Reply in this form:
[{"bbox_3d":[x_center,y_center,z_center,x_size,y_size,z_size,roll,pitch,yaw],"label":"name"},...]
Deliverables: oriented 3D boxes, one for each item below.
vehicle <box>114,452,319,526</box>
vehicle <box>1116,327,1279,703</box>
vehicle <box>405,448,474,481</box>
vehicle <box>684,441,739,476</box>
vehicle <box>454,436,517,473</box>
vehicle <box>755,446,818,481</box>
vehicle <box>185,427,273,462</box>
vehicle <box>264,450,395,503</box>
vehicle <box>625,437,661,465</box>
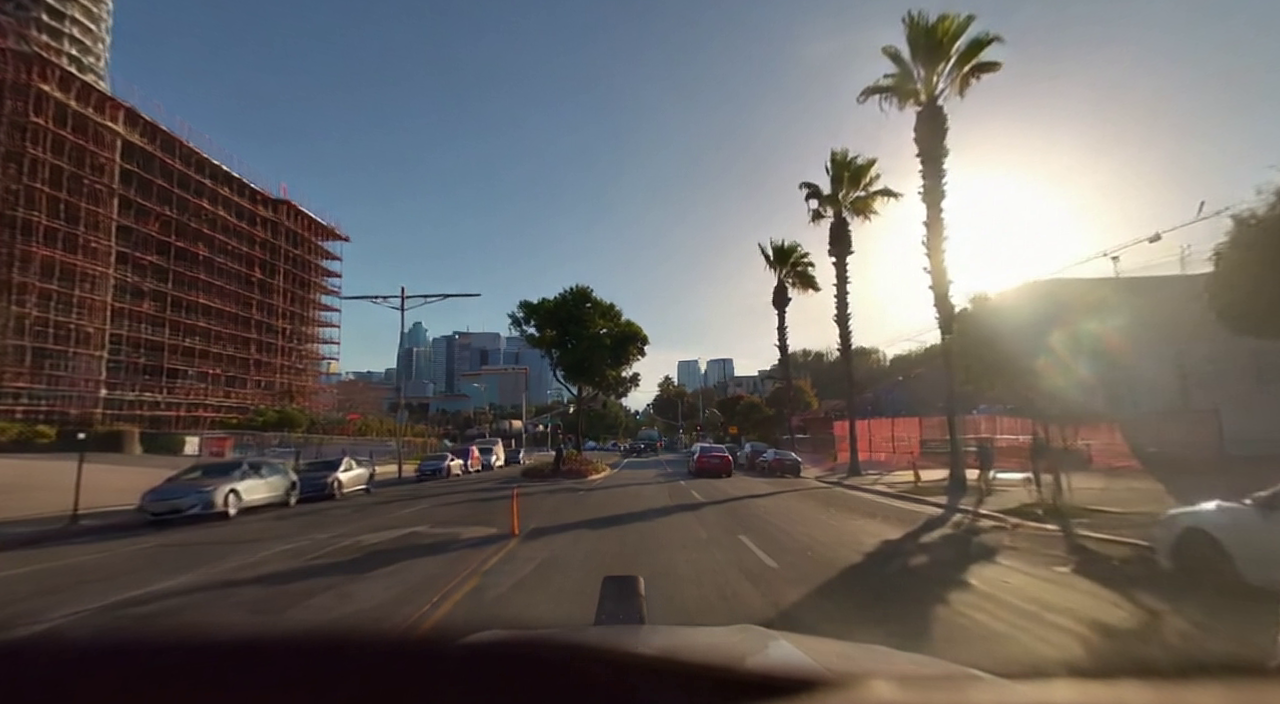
[{"bbox_3d":[-9.674,3.123,14.959,1.826,1.445,4.325,0,-9,0],"label":"vehicle"},{"bbox_3d":[3.086,0.527,0.516,1.953,1.687,4.344,0,-9,0],"label":"vehicle"},{"bbox_3d":[-9.784,5.478,31.192,1.804,1.478,4.734,0,-9,0],"label":"vehicle"},{"bbox_3d":[3.261,4.954,29.556,1.999,1.487,3.939,0,-9,-2],"label":"vehicle"},{"bbox_3d":[-9.777,6.633,40.516,2.294,1.948,6.025,-6,-11,1],"label":"vehicle"},{"bbox_3d":[6.610,5.076,29.015,1.819,1.435,4.337,0,-9,-1],"label":"vehicle"},{"bbox_3d":[-19.942,4.507,30.641,3.575,1.571,1.912,-5,-10,27],"label":"vehicle"},{"bbox_3d":[-9.553,3.831,19.944,1.821,1.448,4.591,0,-9,0],"label":"vehicle"},{"bbox_3d":[0.238,6.573,41.976,2.264,1.798,4.258,0,-9,1],"label":"vehicle"}]
